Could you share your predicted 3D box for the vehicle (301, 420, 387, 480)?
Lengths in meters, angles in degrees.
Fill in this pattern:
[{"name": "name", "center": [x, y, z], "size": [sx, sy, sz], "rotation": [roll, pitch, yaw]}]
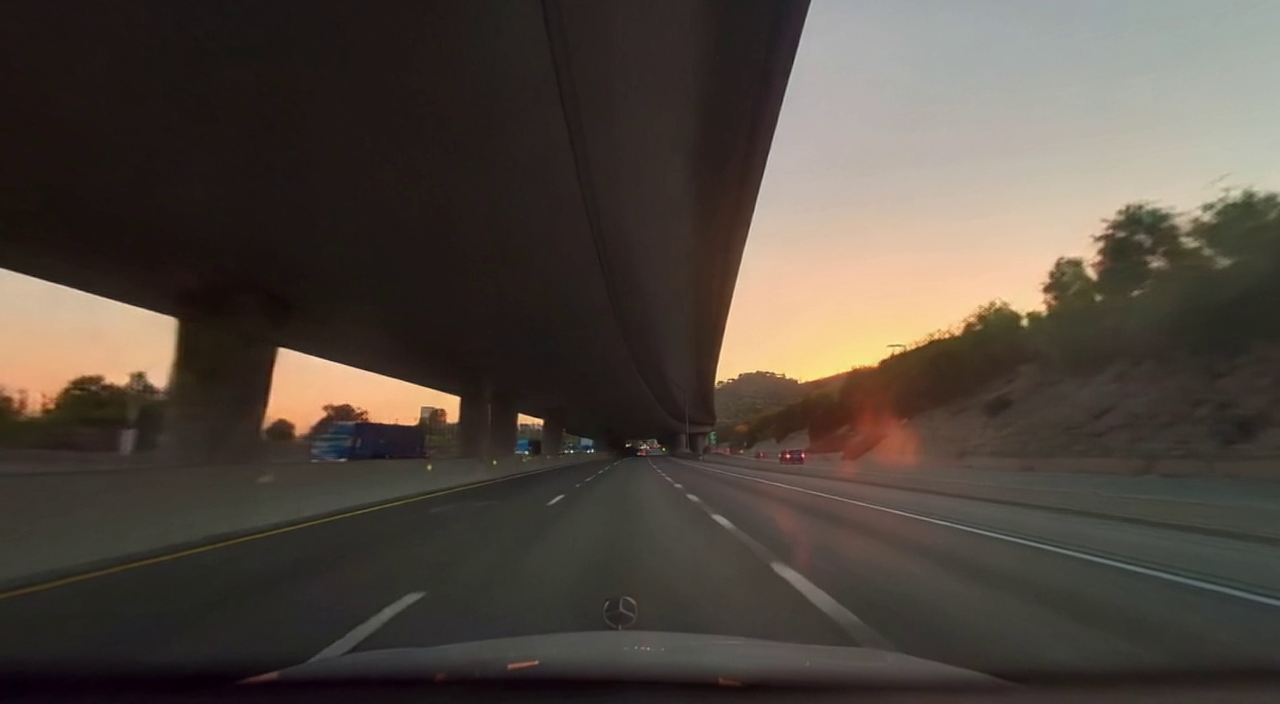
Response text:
[{"name": "vehicle", "center": [-20.480, 6.842, 43.950], "size": [2.971, 3.884, 6.041], "rotation": [0, -9, -1]}]
